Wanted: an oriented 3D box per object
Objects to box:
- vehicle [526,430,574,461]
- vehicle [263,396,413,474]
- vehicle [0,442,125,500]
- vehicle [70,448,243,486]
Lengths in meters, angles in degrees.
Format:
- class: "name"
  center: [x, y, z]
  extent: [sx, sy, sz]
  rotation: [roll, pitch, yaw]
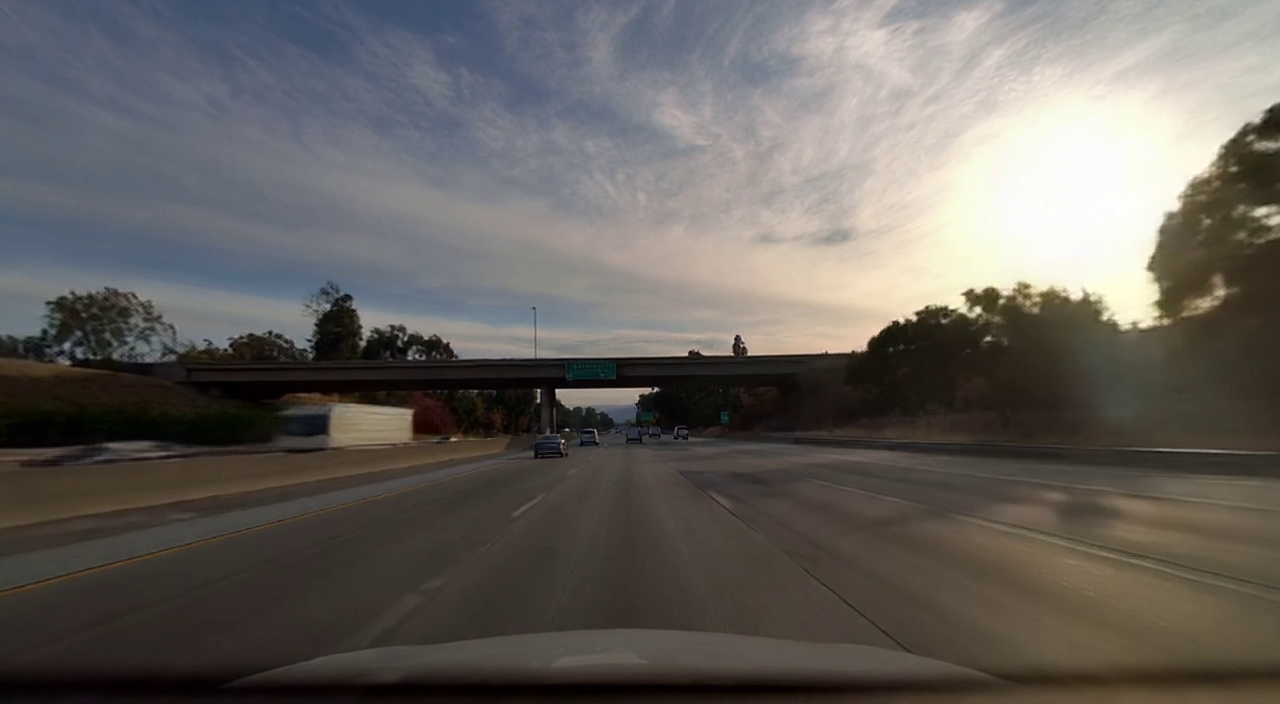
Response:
- class: "vehicle"
  center: [-4.597, 4.805, 32.641]
  extent: [1.933, 1.473, 4.023]
  rotation: [0, -8, -1]
- class: "vehicle"
  center: [-13.372, 3.805, 28.916]
  extent: [2.867, 3.047, 8.034]
  rotation: [0, -8, 0]
- class: "vehicle"
  center: [-17.452, 3.320, 18.021]
  extent: [1.752, 1.452, 4.406]
  rotation: [0, -8, -1]
- class: "vehicle"
  center: [-17.624, 4.214, 23.467]
  extent: [2.187, 1.138, 5.521]
  rotation: [0, -8, -1]
